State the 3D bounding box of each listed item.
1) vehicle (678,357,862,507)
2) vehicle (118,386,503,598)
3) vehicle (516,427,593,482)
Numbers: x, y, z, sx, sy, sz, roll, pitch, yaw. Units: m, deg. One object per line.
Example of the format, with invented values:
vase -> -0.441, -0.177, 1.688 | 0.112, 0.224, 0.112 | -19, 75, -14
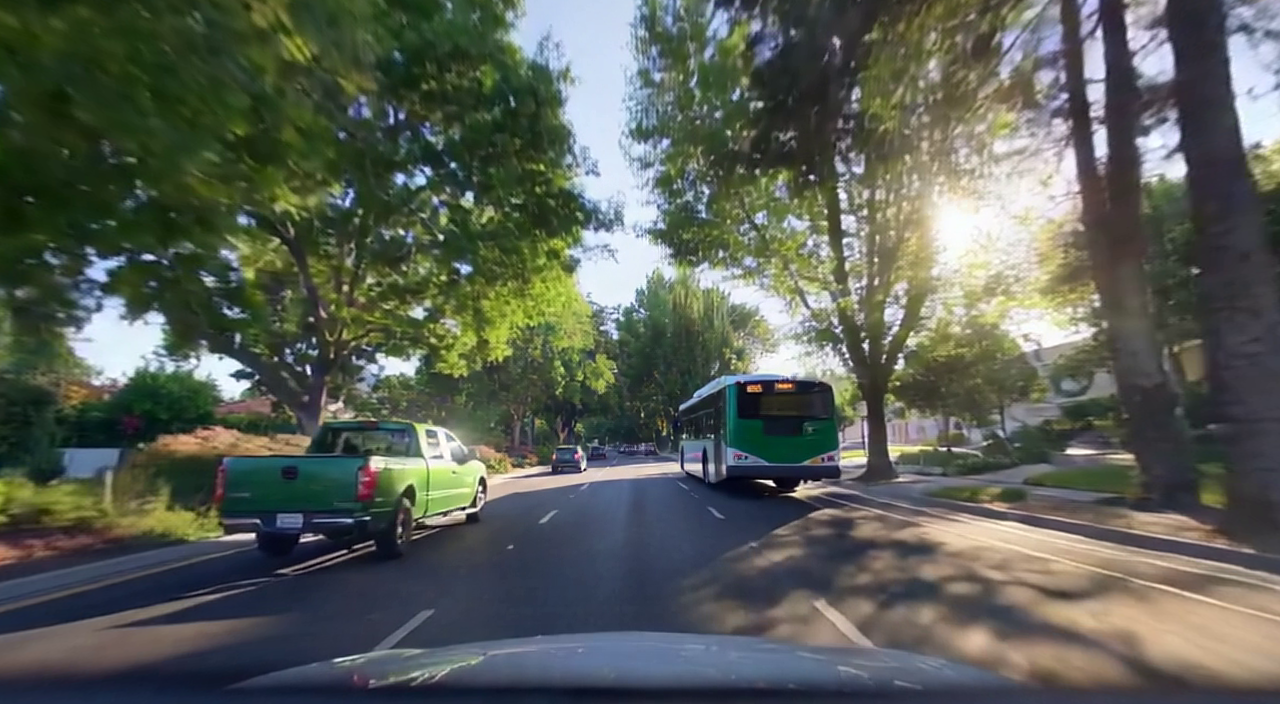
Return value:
vehicle -> 3.234, 2.675, 20.186 | 3.059, 3.264, 12.623 | 0, -9, -1
vehicle -> -3.480, 1.622, 8.190 | 2.074, 1.849, 5.137 | -1, -9, 2
vehicle -> -3.478, 4.365, 27.054 | 2.513, 2.066, 5.820 | 0, -9, 0
